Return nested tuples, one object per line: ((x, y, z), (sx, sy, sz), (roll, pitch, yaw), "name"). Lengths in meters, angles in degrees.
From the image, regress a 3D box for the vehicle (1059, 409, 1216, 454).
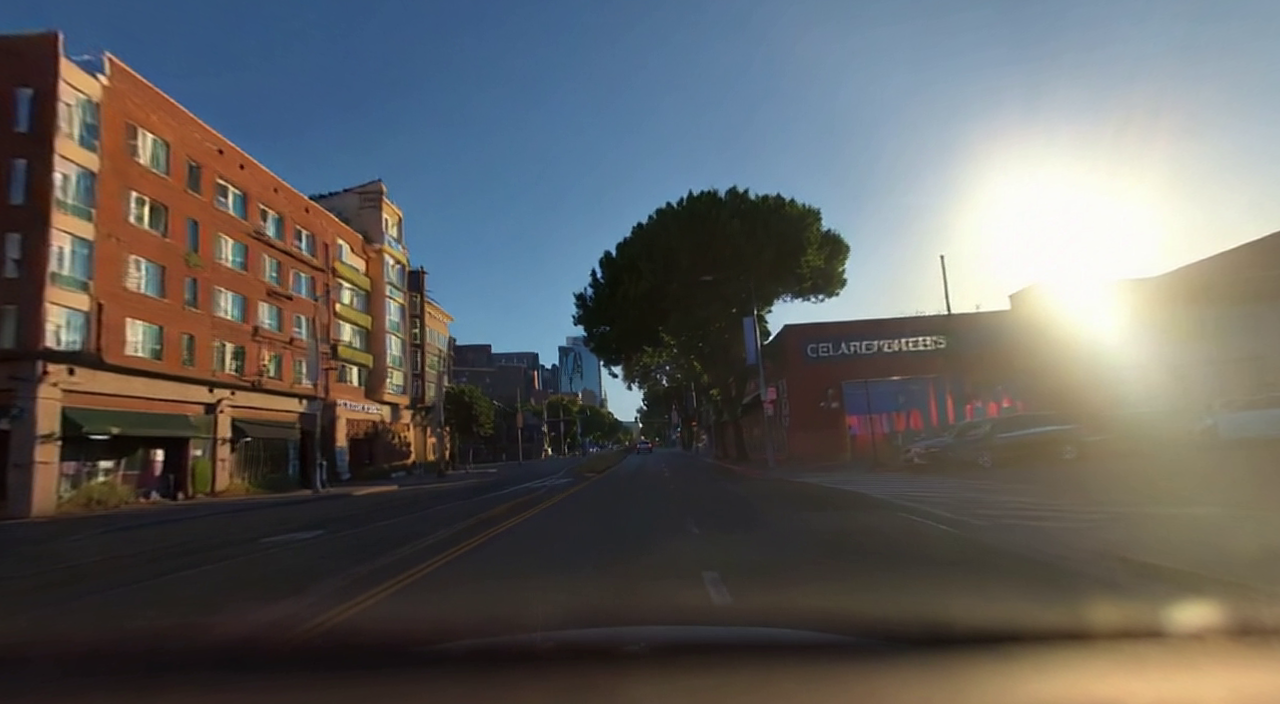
((17.876, 2.950, 23.059), (1.858, 1.480, 4.658), (0, -8, -2), "vehicle")

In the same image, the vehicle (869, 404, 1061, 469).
((9.737, 2.626, 19.403), (4.694, 1.826, 2.226), (-2, -8, 11), "vehicle")
